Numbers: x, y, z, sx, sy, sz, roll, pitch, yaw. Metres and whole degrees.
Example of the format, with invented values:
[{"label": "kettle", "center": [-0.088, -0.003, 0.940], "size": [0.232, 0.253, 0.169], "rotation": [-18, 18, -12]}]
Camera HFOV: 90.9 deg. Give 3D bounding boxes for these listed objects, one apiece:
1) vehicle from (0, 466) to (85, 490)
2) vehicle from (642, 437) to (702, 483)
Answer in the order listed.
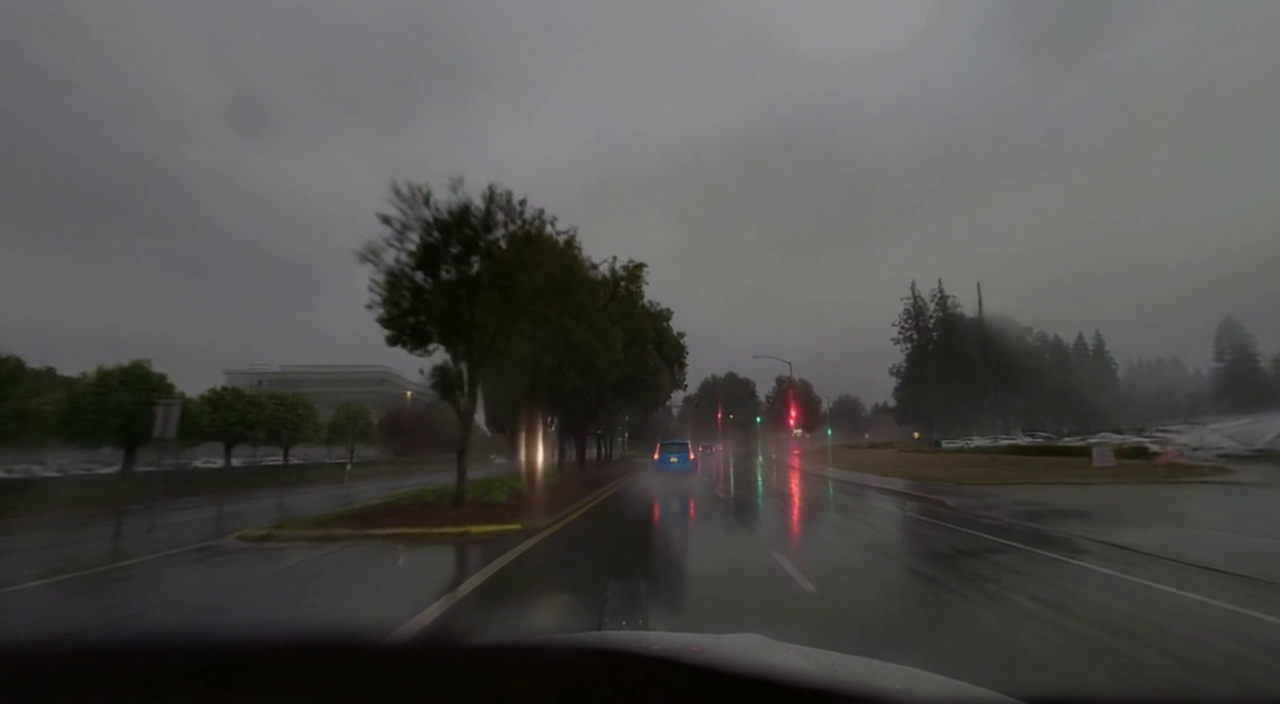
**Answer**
[{"label": "vehicle", "center": [-38.576, 8.064, 40.409], "size": [4.365, 1.430, 1.898], "rotation": [-1, -8, 4]}, {"label": "vehicle", "center": [1.201, 3.925, 23.251], "size": [2.010, 1.535, 3.735], "rotation": [-1, -8, 4]}]
